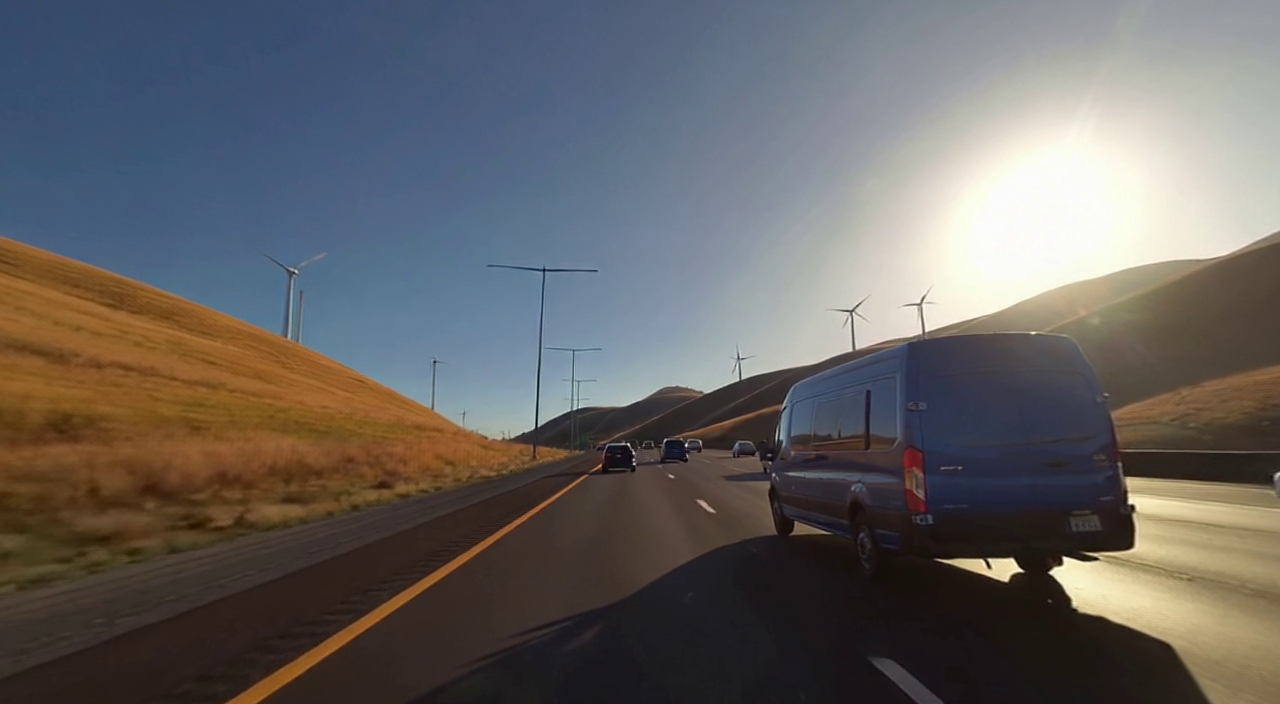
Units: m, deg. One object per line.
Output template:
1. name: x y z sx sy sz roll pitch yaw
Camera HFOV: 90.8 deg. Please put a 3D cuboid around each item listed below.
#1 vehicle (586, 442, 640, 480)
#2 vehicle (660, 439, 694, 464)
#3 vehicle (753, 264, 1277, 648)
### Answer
1. vehicle: -1.053 4.438 26.078 2.082 1.445 3.826 0 -8 -1
2. vehicle: 2.615 7.160 45.744 2.108 1.717 3.996 0 -8 -2
3. vehicle: 3.040 1.085 7.235 2.365 2.630 5.754 0 -8 0
